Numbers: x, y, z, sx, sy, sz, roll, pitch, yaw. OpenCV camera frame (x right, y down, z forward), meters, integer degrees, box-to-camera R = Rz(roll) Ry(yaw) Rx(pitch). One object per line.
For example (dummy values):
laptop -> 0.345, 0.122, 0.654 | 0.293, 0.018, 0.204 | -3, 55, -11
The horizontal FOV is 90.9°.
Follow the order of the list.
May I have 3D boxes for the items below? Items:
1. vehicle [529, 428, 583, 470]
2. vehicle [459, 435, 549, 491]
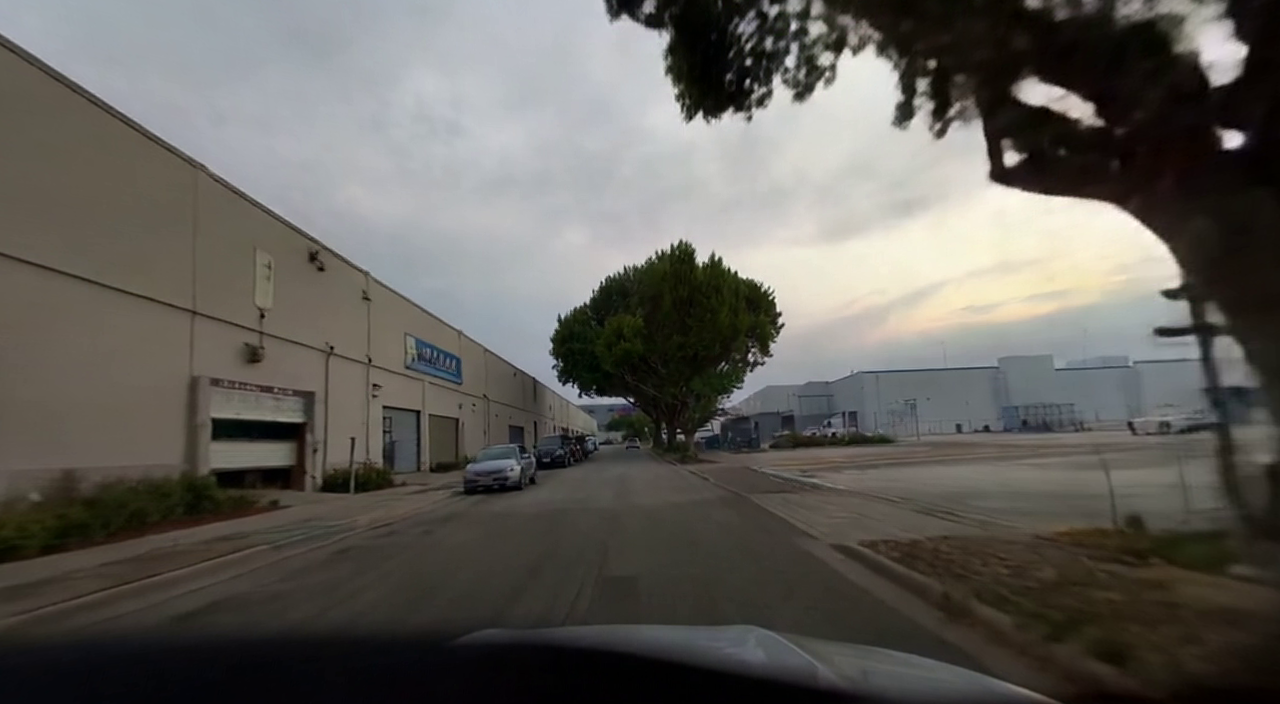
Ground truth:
vehicle -> -4.308, 5.141, 33.059 | 2.161, 1.843, 5.181 | -4, -10, -2
vehicle -> -4.393, 3.686, 21.068 | 2.040, 1.501, 4.440 | -4, -9, -1
